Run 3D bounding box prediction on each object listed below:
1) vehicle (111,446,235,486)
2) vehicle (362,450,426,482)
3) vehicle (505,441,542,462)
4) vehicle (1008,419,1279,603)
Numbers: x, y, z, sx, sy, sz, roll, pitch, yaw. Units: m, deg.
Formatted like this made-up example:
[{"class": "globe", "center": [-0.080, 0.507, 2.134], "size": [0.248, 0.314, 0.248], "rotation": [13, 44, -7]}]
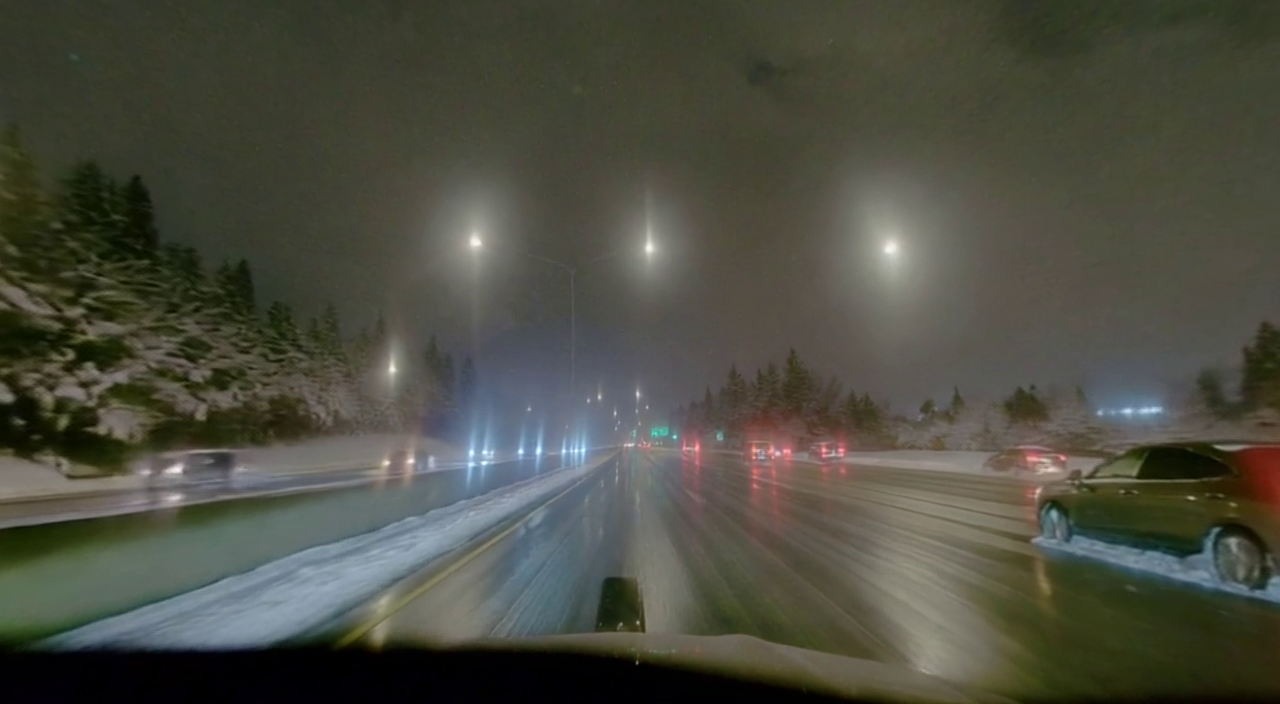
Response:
[{"class": "vehicle", "center": [-21.593, 5.250, 29.527], "size": [2.042, 1.678, 4.775], "rotation": [0, -8, 1]}, {"class": "vehicle", "center": [-12.975, 5.988, 33.553], "size": [1.847, 1.471, 4.257], "rotation": [0, -8, -2]}, {"class": "vehicle", "center": [-8.944, 7.627, 48.799], "size": [1.884, 1.485, 4.376], "rotation": [0, -8, 1]}, {"class": "vehicle", "center": [6.071, 1.477, 6.421], "size": [1.821, 1.470, 4.633], "rotation": [0, -8, 0]}]
